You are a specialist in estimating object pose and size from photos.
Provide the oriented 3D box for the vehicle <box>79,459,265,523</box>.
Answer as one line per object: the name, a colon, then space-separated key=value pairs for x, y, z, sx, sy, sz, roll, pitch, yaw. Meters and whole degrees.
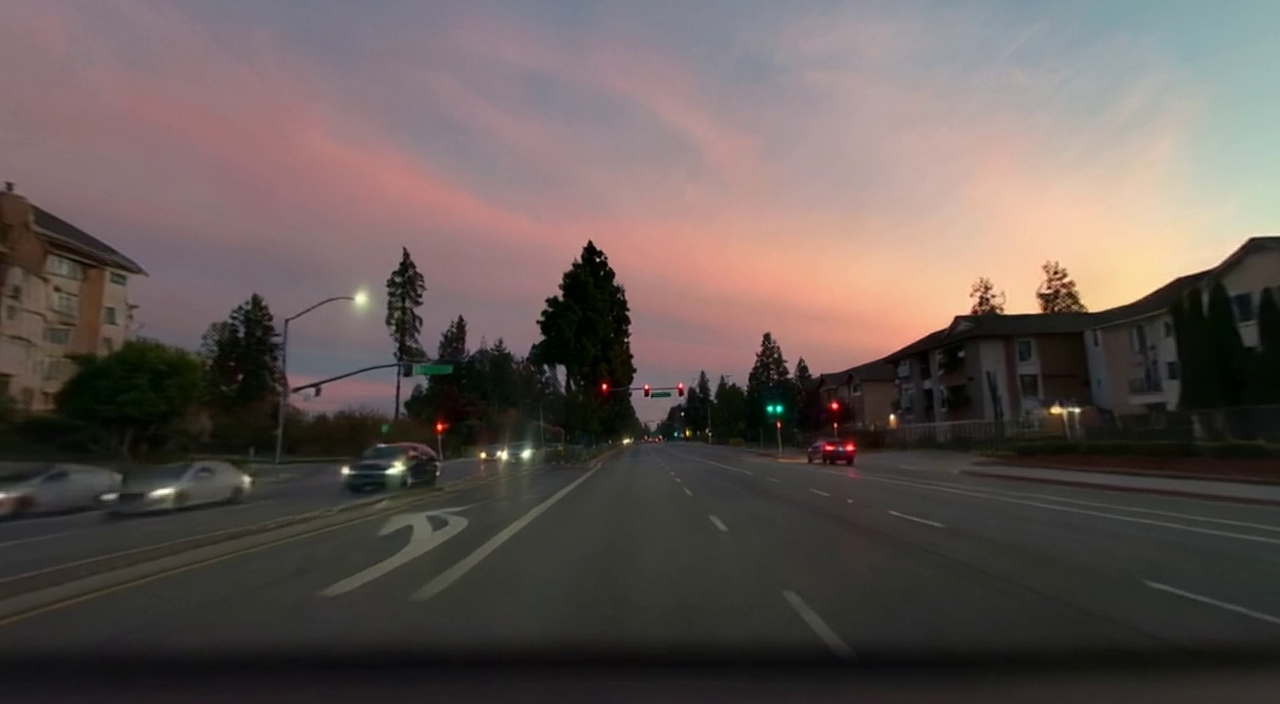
vehicle: x=-11.733 y=3.467 z=16.231 sx=1.880 sy=1.344 sz=3.782 roll=0 pitch=-8 yaw=0

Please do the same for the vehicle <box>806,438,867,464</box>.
vehicle: x=11.586 y=5.852 z=37.551 sx=1.955 sy=1.455 sz=4.727 roll=0 pitch=-8 yaw=-2

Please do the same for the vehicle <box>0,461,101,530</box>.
vehicle: x=-15.189 y=3.257 z=14.233 sx=1.989 sy=1.460 sz=4.711 roll=0 pitch=-8 yaw=-1

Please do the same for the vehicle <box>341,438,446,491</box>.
vehicle: x=-8.739 y=3.998 z=22.886 sx=2.035 sy=1.711 sz=4.463 roll=0 pitch=-8 yaw=-1

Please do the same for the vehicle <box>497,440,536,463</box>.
vehicle: x=-9.330 y=7.551 z=48.160 sx=2.010 sy=1.682 sz=4.346 roll=-1 pitch=-8 yaw=1
